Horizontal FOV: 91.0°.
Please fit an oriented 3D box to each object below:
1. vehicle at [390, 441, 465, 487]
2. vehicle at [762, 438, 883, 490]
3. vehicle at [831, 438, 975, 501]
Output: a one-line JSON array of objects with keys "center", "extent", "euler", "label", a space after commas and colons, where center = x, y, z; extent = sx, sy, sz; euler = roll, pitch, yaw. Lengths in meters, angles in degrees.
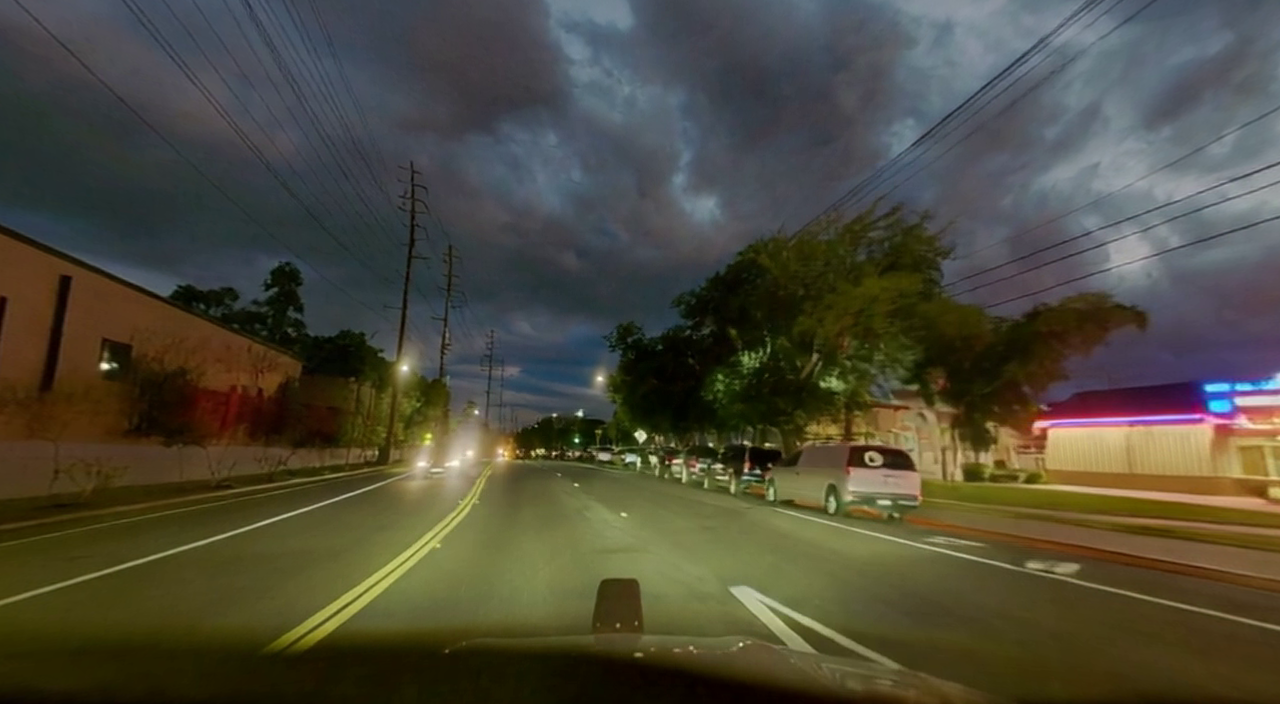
[{"center": [-7.780, 4.105, 23.444], "extent": [2.122, 1.517, 4.465], "euler": [1, -9, -12], "label": "vehicle"}, {"center": [6.348, 3.774, 21.615], "extent": [2.057, 1.564, 4.502], "euler": [-8, -12, 43], "label": "vehicle"}, {"center": [7.585, 3.225, 17.877], "extent": [2.074, 1.526, 4.853], "euler": [-8, -12, 43], "label": "vehicle"}]
